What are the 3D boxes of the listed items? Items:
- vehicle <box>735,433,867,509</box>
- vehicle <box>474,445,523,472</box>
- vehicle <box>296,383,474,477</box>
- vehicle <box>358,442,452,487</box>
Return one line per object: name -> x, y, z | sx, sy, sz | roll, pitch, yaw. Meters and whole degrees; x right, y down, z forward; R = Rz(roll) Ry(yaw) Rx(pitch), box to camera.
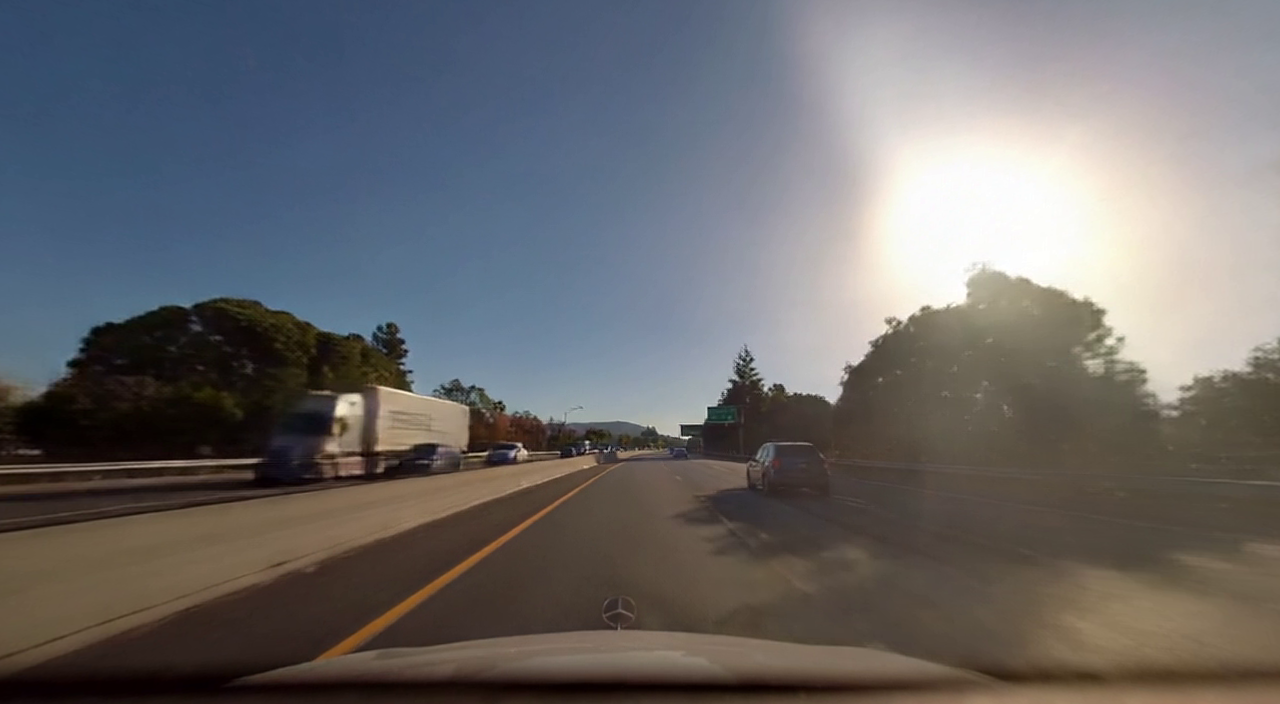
vehicle -> 3.931, 3.017, 16.306 | 2.089, 1.660, 4.729 | 0, -9, -1
vehicle -> -9.000, 6.791, 40.184 | 2.023, 1.628, 4.241 | -1, -9, 1
vehicle -> -13.340, 4.696, 35.759 | 3.099, 4.089, 16.683 | 0, -9, 0
vehicle -> -9.076, 4.361, 24.610 | 1.950, 1.601, 4.338 | 0, -9, 1
